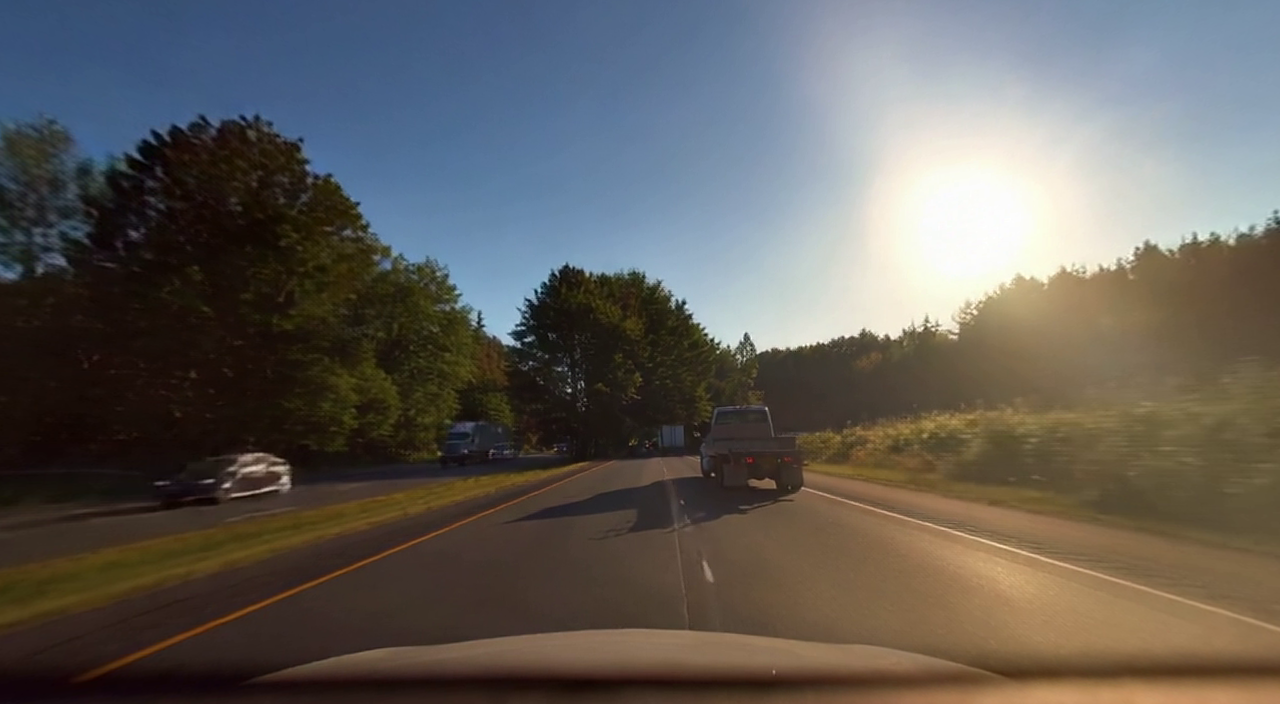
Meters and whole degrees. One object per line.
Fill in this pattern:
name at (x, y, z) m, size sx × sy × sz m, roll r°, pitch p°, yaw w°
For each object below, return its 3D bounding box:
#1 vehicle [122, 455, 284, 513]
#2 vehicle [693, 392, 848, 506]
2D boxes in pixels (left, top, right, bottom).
vehicle at (-12.958, 3.888, 19.068) m, size 1.737 × 1.450 × 4.343 m, roll 0°, pitch -8°, yaw 1°
vehicle at (3.062, 2.531, 16.709) m, size 2.677 × 2.439 × 6.402 m, roll 0°, pitch -8°, yaw -1°
